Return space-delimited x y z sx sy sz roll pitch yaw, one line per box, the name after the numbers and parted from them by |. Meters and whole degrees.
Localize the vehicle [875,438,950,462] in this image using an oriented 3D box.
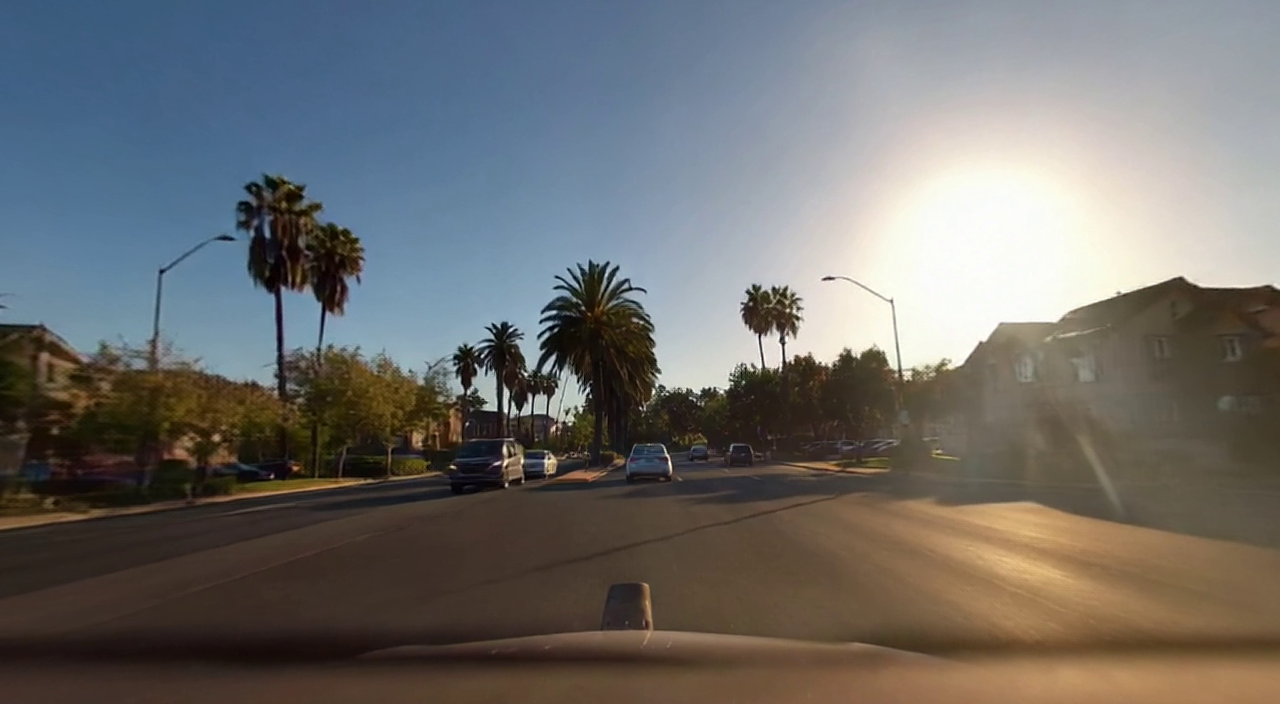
19.049 6.847 44.202 4.368 1.499 1.828 -2 -8 2 | vehicle

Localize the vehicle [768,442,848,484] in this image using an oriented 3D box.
6.411 4.269 24.528 1.897 1.477 4.360 0 -9 0 | vehicle

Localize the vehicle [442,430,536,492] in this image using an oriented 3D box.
-5.213 3.822 22.488 2.193 1.967 4.600 0 -9 0 | vehicle

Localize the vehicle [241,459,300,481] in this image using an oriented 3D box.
-26.563 8.466 45.485 1.726 1.442 4.081 0 -9 1 | vehicle

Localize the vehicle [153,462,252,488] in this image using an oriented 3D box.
-26.394 7.411 38.132 4.548 1.441 1.946 0 -8 2 | vehicle

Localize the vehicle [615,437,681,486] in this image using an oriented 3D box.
0.234 4.125 24.086 2.289 1.679 4.180 0 -9 -1 | vehicle

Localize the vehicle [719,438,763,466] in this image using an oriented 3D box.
7.516 7.506 47.475 2.436 2.010 5.595 0 -9 0 | vehicle
